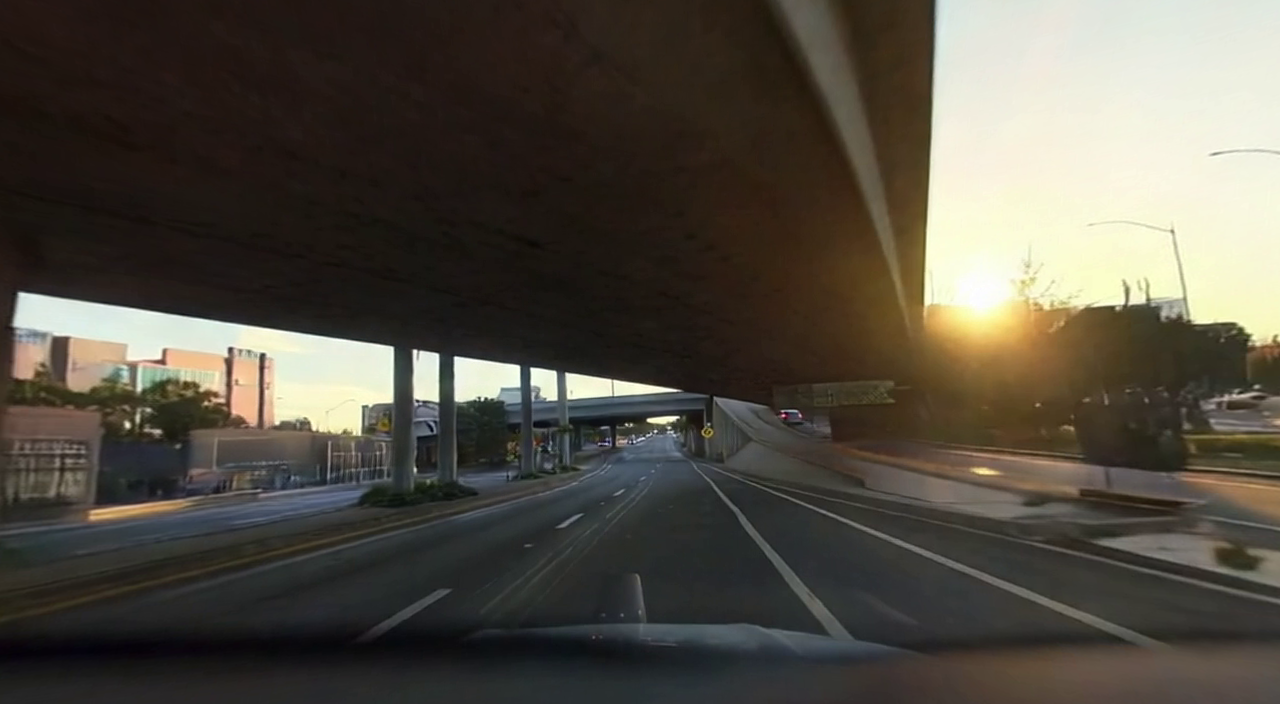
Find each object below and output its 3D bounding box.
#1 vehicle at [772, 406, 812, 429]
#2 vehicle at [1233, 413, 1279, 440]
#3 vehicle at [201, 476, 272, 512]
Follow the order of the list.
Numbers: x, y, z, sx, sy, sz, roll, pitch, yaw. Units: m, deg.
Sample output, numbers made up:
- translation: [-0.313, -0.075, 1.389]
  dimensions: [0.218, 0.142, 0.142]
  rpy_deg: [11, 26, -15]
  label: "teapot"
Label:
- translation: [11.082, 4.863, 46.370]
  dimensions: [2.048, 1.516, 3.874]
  rpy_deg: [0, -8, 1]
  label: "vehicle"
- translation: [43.162, 5.070, 42.823]
  dimensions: [1.744, 1.705, 4.514]
  rpy_deg: [-1, -8, 4]
  label: "vehicle"
- translation: [-21.220, 7.450, 33.417]
  dimensions: [2.105, 1.469, 4.514]
  rpy_deg: [3, -9, -19]
  label: "vehicle"
